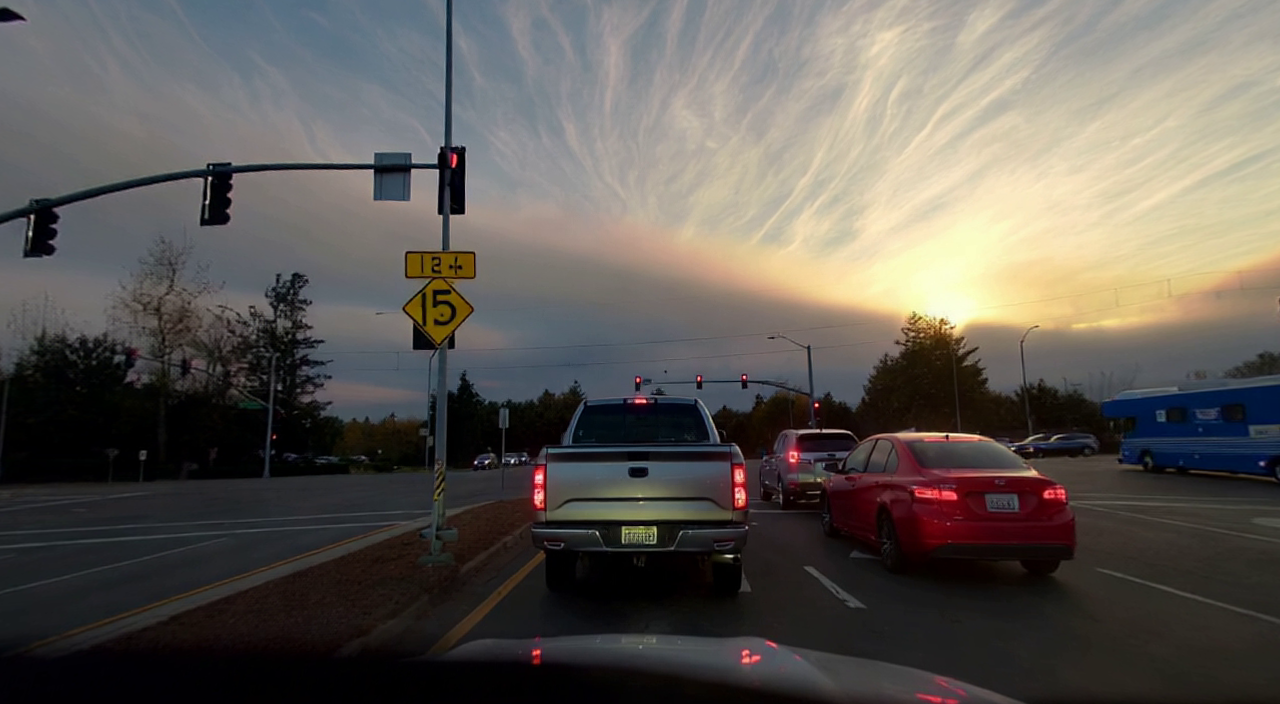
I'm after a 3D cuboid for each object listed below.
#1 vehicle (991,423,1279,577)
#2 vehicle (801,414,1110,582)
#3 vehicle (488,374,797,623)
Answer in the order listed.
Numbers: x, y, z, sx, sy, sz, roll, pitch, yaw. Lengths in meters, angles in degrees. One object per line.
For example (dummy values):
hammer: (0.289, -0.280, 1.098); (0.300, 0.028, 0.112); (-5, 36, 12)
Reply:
vehicle: (6.835, 1.746, 8.280); (1.973, 1.470, 4.228); (0, -8, 0)
vehicle: (3.585, 1.718, 8.195); (1.981, 1.616, 4.006); (0, -8, 1)
vehicle: (0.049, 1.469, 7.330); (2.326, 1.880, 4.964); (0, -8, 1)
